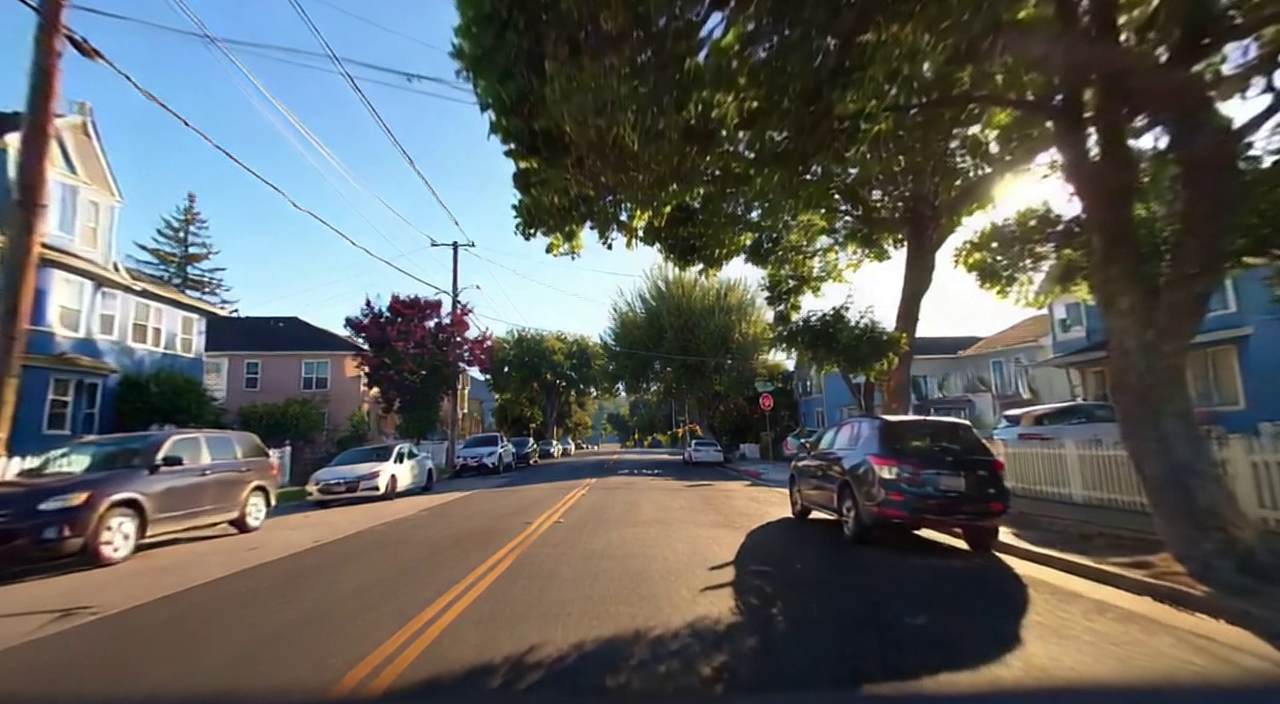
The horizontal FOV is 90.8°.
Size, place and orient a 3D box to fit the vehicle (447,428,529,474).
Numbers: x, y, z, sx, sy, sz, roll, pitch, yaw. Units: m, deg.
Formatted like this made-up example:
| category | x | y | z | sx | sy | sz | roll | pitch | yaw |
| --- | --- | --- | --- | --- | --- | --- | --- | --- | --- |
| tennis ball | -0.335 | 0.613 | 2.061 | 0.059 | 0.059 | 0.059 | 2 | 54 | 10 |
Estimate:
| category | x | y | z | sx | sy | sz | roll | pitch | yaw |
| --- | --- | --- | --- | --- | --- | --- | --- | --- | --- |
| vehicle | -6.431 | 4.246 | 27.422 | 2.136 | 1.757 | 5.365 | 0 | -8 | 1 |

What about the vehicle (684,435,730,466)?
| category | x | y | z | sx | sy | sz | roll | pitch | yaw |
| --- | --- | --- | --- | --- | --- | --- | --- | --- | --- |
| vehicle | 3.553 | 5.354 | 34.573 | 1.963 | 1.536 | 5.446 | 0 | -8 | 0 |

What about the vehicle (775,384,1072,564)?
| category | x | y | z | sx | sy | sz | roll | pitch | yaw |
| --- | --- | --- | --- | --- | --- | --- | --- | --- | --- |
| vehicle | 3.512 | 1.612 | 8.983 | 2.114 | 1.909 | 4.266 | 1 | -8 | -2 |

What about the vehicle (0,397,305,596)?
| category | x | y | z | sx | sy | sz | roll | pitch | yaw |
| --- | --- | --- | --- | --- | --- | --- | --- | --- | --- |
| vehicle | -6.483 | 1.653 | 8.054 | 2.194 | 1.798 | 4.402 | -2 | -8 | -3 |

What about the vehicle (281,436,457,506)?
| category | x | y | z | sx | sy | sz | roll | pitch | yaw |
| --- | --- | --- | --- | --- | --- | --- | --- | --- | --- |
| vehicle | -6.462 | 2.865 | 15.784 | 2.211 | 1.469 | 4.380 | 0 | -8 | 4 |

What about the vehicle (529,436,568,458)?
| category | x | y | z | sx | sy | sz | roll | pitch | yaw |
| --- | --- | --- | --- | --- | --- | --- | --- | --- | --- |
| vehicle | -6.498 | 6.838 | 45.466 | 2.056 | 1.481 | 4.451 | 0 | -8 | 1 |
